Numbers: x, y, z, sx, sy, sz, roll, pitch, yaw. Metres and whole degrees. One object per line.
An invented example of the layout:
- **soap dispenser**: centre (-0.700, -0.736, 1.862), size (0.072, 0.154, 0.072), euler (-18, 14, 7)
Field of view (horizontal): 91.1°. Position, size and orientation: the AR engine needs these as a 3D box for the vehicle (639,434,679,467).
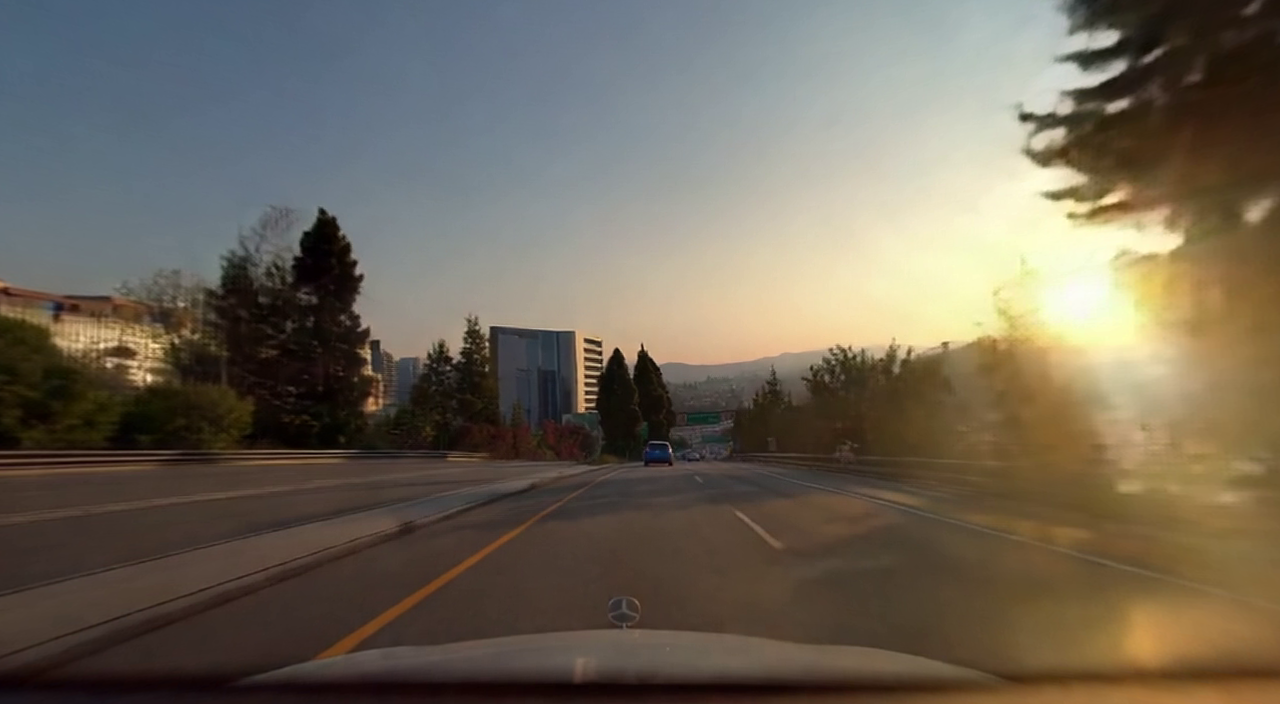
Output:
- **vehicle**: centre (1.413, 6.863, 43.753), size (2.546, 2.126, 5.153), euler (-1, -8, 4)
